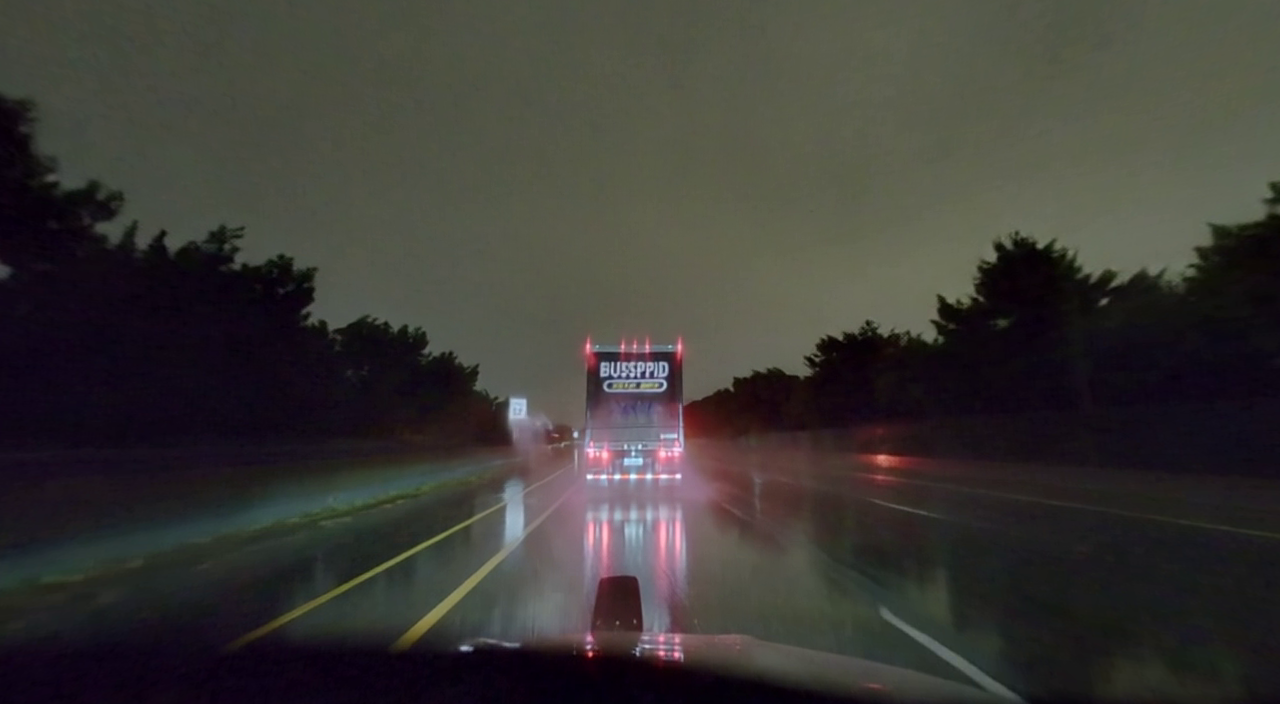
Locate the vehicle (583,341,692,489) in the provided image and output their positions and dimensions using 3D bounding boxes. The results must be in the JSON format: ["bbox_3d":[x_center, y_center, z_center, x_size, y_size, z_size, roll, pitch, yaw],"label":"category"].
[{"bbox_3d":[-0.221,2.250,21.070,2.870,3.911,8.697,0,-8,-2],"label":"vehicle"}]
